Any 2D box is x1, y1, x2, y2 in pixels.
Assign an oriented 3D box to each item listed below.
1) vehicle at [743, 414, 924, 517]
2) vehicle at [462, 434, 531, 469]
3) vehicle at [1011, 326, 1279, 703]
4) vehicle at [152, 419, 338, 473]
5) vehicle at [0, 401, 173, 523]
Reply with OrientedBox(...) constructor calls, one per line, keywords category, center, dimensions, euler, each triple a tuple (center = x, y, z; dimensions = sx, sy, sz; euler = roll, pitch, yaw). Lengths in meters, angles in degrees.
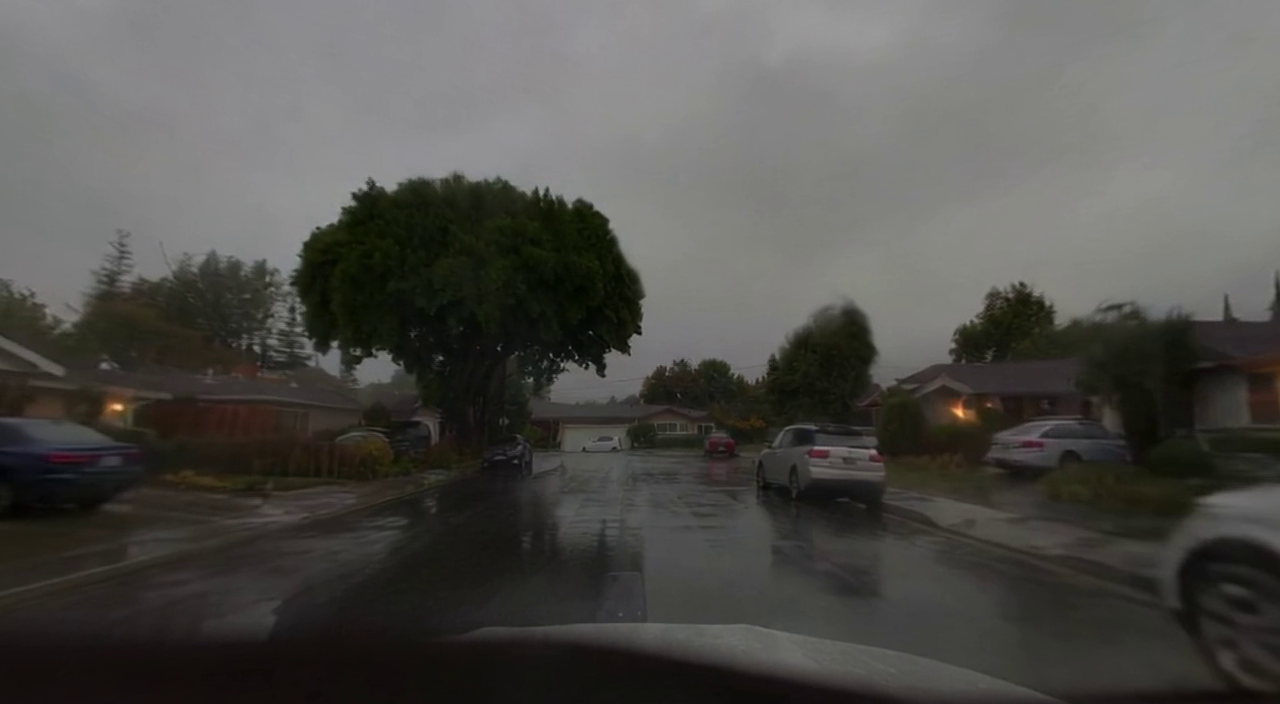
OrientedBox(category="vehicle", center=(3.919, 2.398, 14.018), dimensions=(2.235, 1.829, 5.194), euler=(0, -8, -1))
OrientedBox(category="vehicle", center=(-6.757, 4.593, 29.259), dimensions=(2.236, 1.459, 4.832), euler=(3, -9, -23))
OrientedBox(category="vehicle", center=(3.924, 0.747, 2.323), dimensions=(2.166, 1.842, 4.644), euler=(0, -7, -2))
OrientedBox(category="vehicle", center=(-11.780, 2.843, 19.082), dimensions=(4.221, 1.508, 2.032), euler=(0, -8, -1))
OrientedBox(category="vehicle", center=(-9.920, 1.565, 9.161), dimensions=(4.672, 1.540, 2.079), euler=(-1, -8, 2))
